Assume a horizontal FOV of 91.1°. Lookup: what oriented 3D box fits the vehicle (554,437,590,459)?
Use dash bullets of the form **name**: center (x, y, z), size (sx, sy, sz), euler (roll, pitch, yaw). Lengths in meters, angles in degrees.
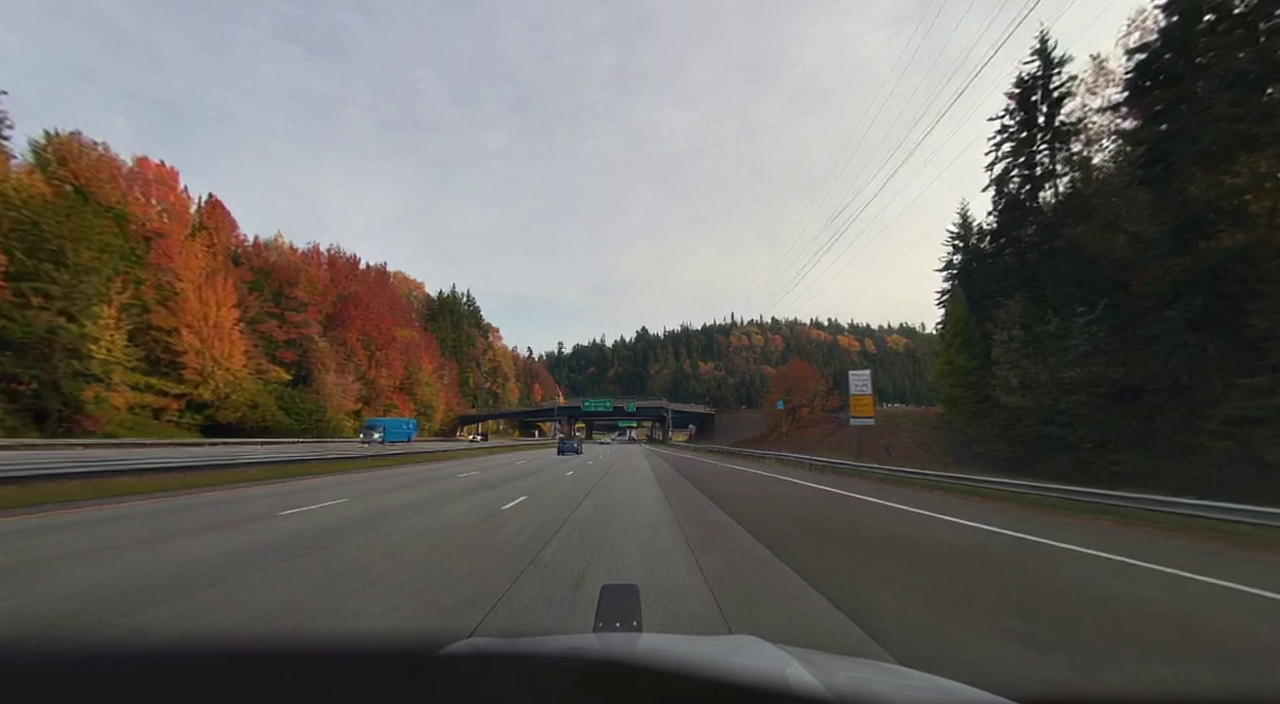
- **vehicle**: center (-4.911, 6.961, 45.773), size (2.162, 1.491, 4.062), euler (0, -8, 0)
